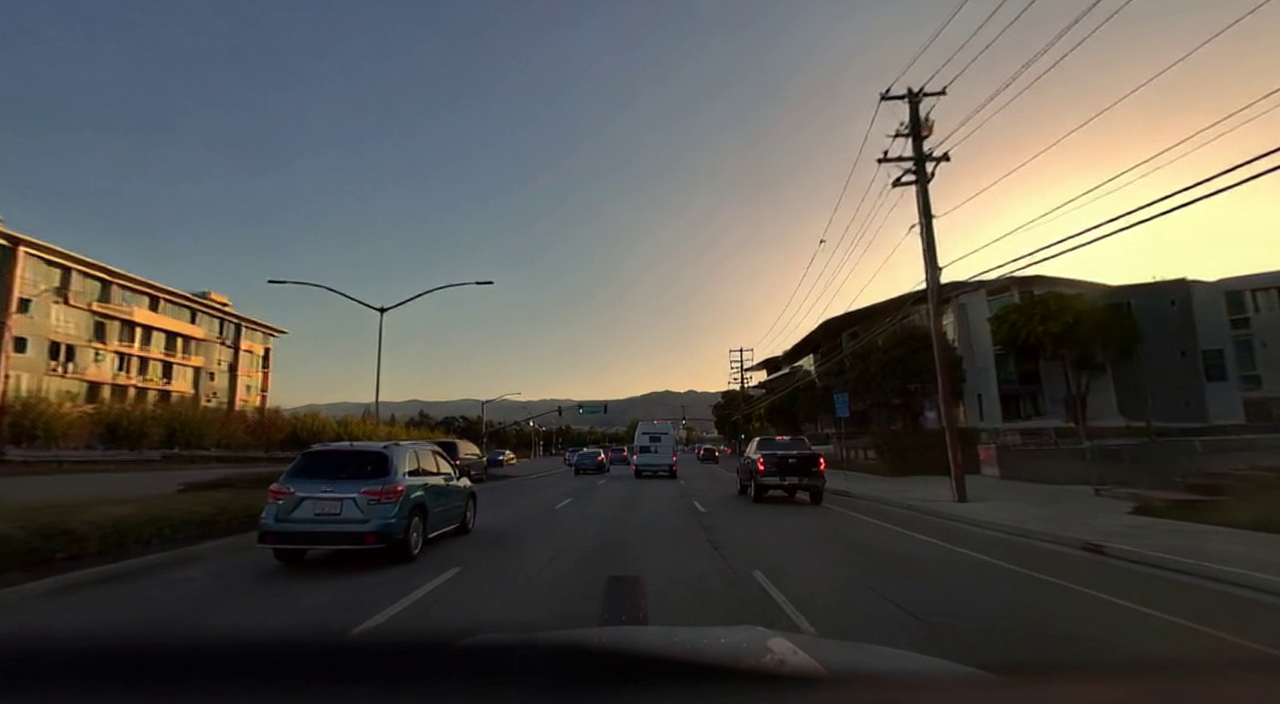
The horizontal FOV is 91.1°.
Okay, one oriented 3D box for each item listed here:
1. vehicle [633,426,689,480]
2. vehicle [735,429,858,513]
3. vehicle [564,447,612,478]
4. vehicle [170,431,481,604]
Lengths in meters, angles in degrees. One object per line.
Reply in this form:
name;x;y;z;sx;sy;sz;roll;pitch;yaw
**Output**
vehicle;1.170;5.062;31.558;2.457;2.440;5.486;-1;-9;5
vehicle;3.970;3.100;16.828;2.283;1.923;4.427;0;-9;2
vehicle;-2.714;5.898;33.858;1.984;1.567;4.311;-1;-9;4
vehicle;-3.537;1.885;8.009;1.934;1.643;3.718;0;-9;1
